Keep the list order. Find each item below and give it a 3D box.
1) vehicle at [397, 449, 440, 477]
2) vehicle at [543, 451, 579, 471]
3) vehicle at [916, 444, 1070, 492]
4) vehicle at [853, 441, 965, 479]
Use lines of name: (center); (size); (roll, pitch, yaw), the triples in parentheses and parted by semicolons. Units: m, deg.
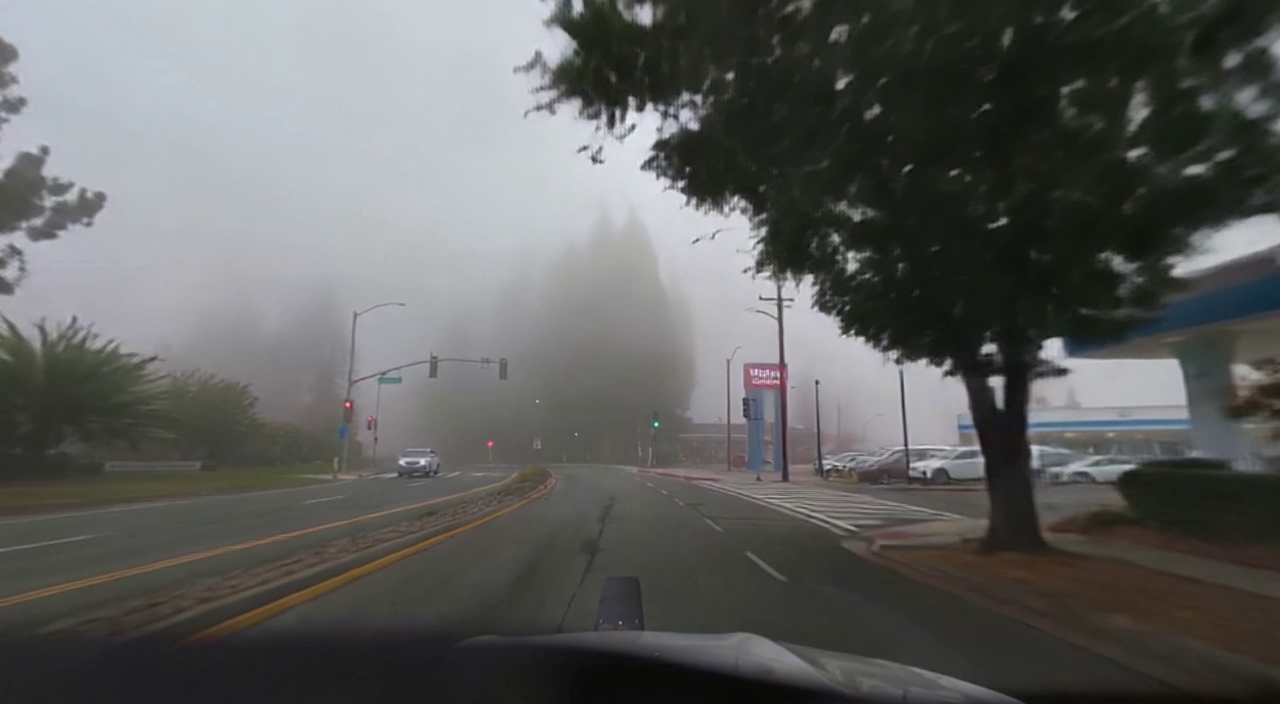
vehicle: (-13.417, 6.709, 38.462); (1.918, 1.628, 4.011); (2, -9, -12)
vehicle: (-6.196, 8.445, 49.099); (2.094, 1.500, 3.682); (3, -9, -18)
vehicle: (14.086, 4.641, 25.467); (4.996, 1.720, 2.027); (0, -5, 2)
vehicle: (13.167, 5.311, 31.193); (4.444, 1.815, 2.239); (0, -9, 1)
